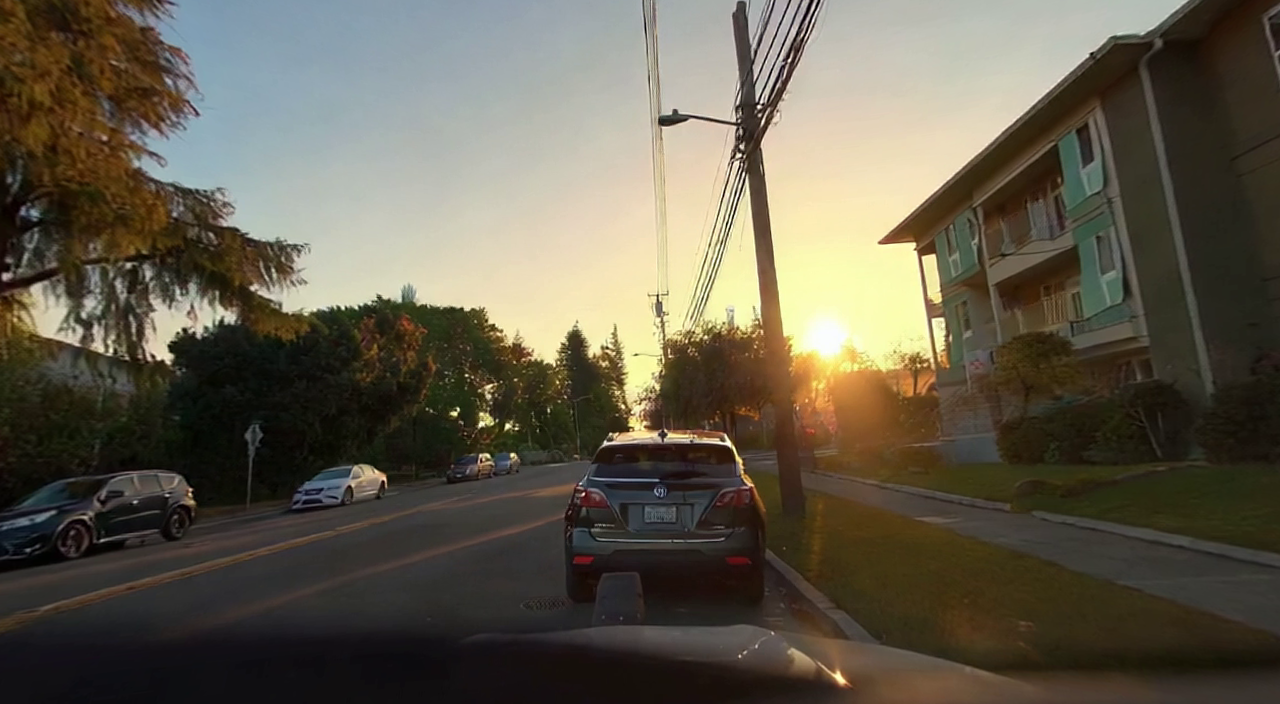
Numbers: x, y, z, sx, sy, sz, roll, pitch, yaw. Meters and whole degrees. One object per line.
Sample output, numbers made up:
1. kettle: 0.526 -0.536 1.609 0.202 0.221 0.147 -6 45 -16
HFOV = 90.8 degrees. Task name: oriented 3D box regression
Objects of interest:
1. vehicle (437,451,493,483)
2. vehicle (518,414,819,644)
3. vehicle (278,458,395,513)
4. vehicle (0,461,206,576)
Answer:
1. vehicle: -10.859 7.150 39.555 2.011 1.801 4.676 -1 -8 1
2. vehicle: 0.281 1.549 6.696 2.030 1.535 4.683 -1 -8 2
3. vehicle: -11.468 5.045 24.275 2.017 1.582 4.664 -7 -9 2
4. vehicle: -11.297 3.221 12.645 2.068 1.745 4.579 -7 -9 -1
